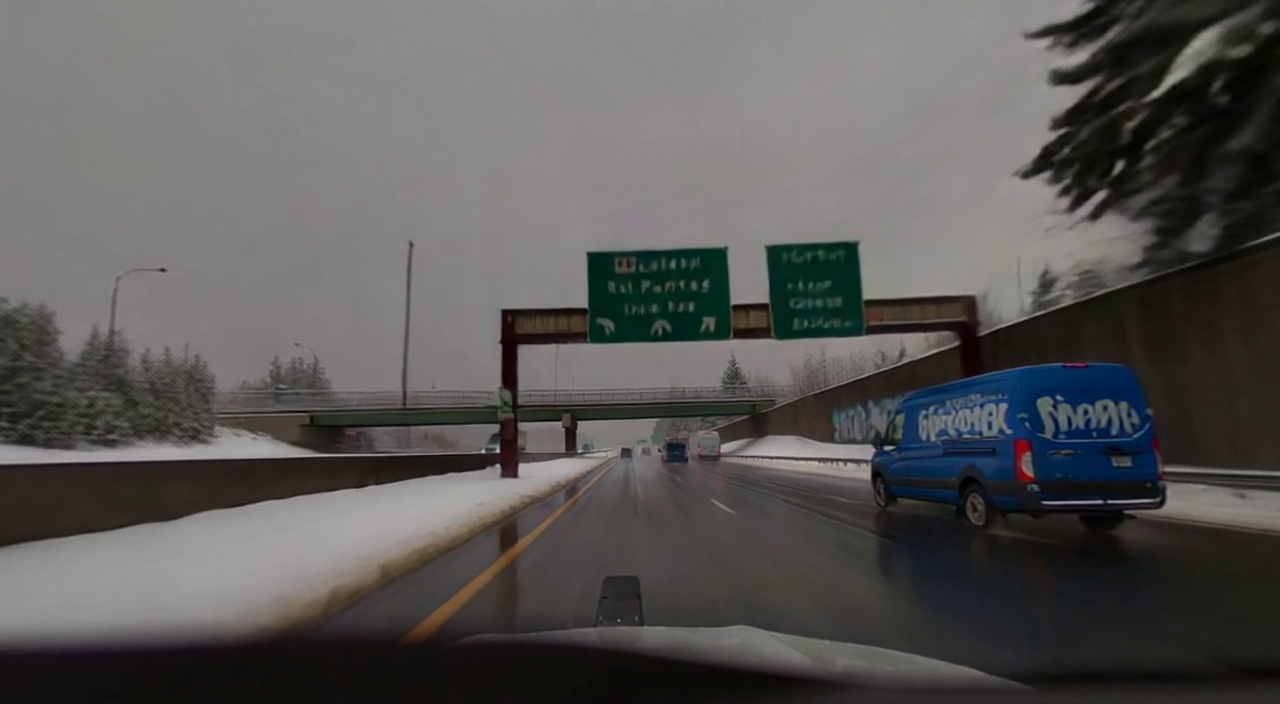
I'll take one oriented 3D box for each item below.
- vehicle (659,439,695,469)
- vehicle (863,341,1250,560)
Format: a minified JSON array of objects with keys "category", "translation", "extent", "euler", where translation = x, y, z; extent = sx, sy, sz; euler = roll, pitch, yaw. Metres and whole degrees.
[{"category":"vehicle","translation":[2.555,7.187,44.494],"extent":[2.007,1.943,5.010],"euler":[0,-9,-3]},{"category":"vehicle","translation":[6.051,1.593,10.502],"extent":[2.283,2.631,5.719],"euler":[0,-9,-2]}]
